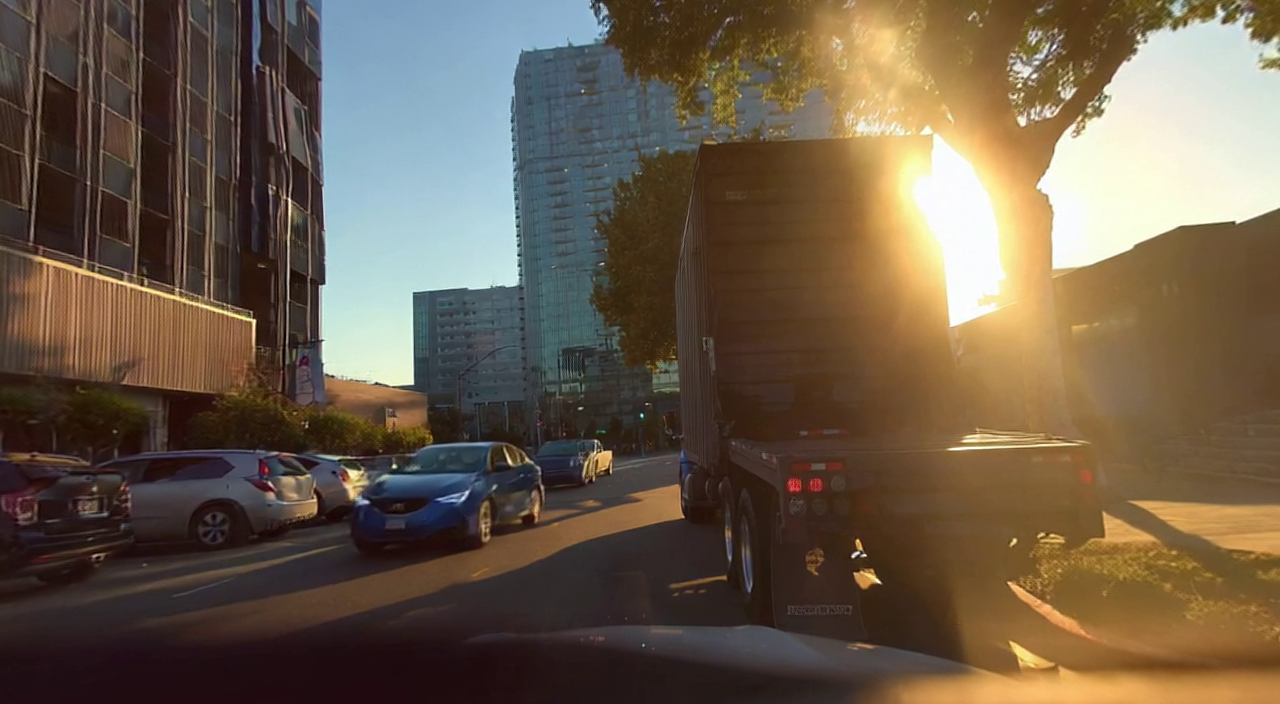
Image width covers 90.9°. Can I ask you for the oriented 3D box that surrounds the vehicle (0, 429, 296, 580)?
[{"bbox_3d":[-8.161,2.101,9.228,5.022,1.872,2.137,7,-11,-41],"label":"vehicle"}]

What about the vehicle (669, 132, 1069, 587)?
[{"bbox_3d":[2.532,0.818,11.392,3.320,4.034,11.553,-1,-8,6],"label":"vehicle"}]

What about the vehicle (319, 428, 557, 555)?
[{"bbox_3d":[-2.833,2.061,10.105,2.183,1.563,4.257,0,-8,3],"label":"vehicle"}]
